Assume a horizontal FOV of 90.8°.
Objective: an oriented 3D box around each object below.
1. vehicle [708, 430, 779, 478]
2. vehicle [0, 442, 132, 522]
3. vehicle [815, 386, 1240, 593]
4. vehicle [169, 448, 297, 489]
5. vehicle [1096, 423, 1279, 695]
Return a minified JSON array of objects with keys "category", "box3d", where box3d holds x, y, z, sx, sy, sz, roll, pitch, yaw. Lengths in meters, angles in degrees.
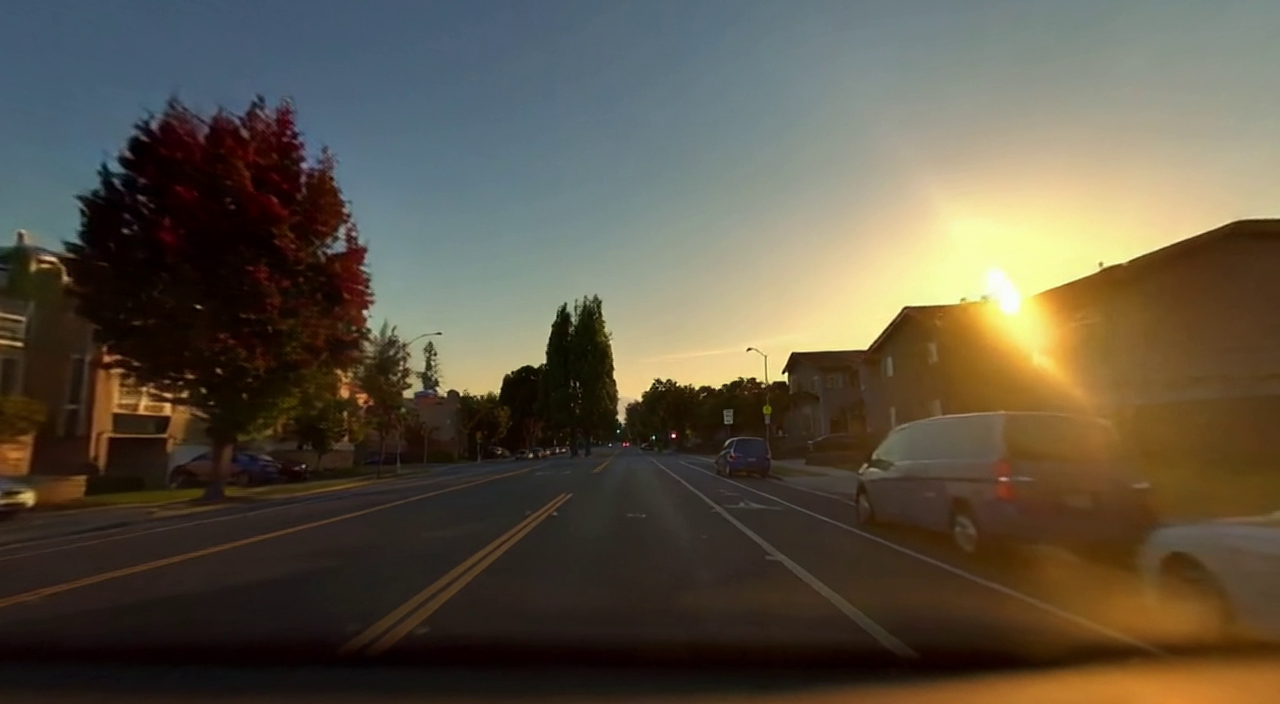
[{"category":"vehicle","box3d":[4.339,4.363,27.248,2.052,1.859,4.778,1,-8,-3]},{"category":"vehicle","box3d":[-17.774,3.493,17.345,5.645,1.996,2.259,0,-8,0]},{"category":"vehicle","box3d":[4.531,1.741,9.027,2.254,1.968,5.838,0,-8,-1]},{"category":"vehicle","box3d":[-18.471,5.276,28.856,4.397,1.768,1.956,1,-8,-4]},{"category":"vehicle","box3d":[4.542,1.004,2.512,1.923,1.493,4.628,0,-8,-1]}]
